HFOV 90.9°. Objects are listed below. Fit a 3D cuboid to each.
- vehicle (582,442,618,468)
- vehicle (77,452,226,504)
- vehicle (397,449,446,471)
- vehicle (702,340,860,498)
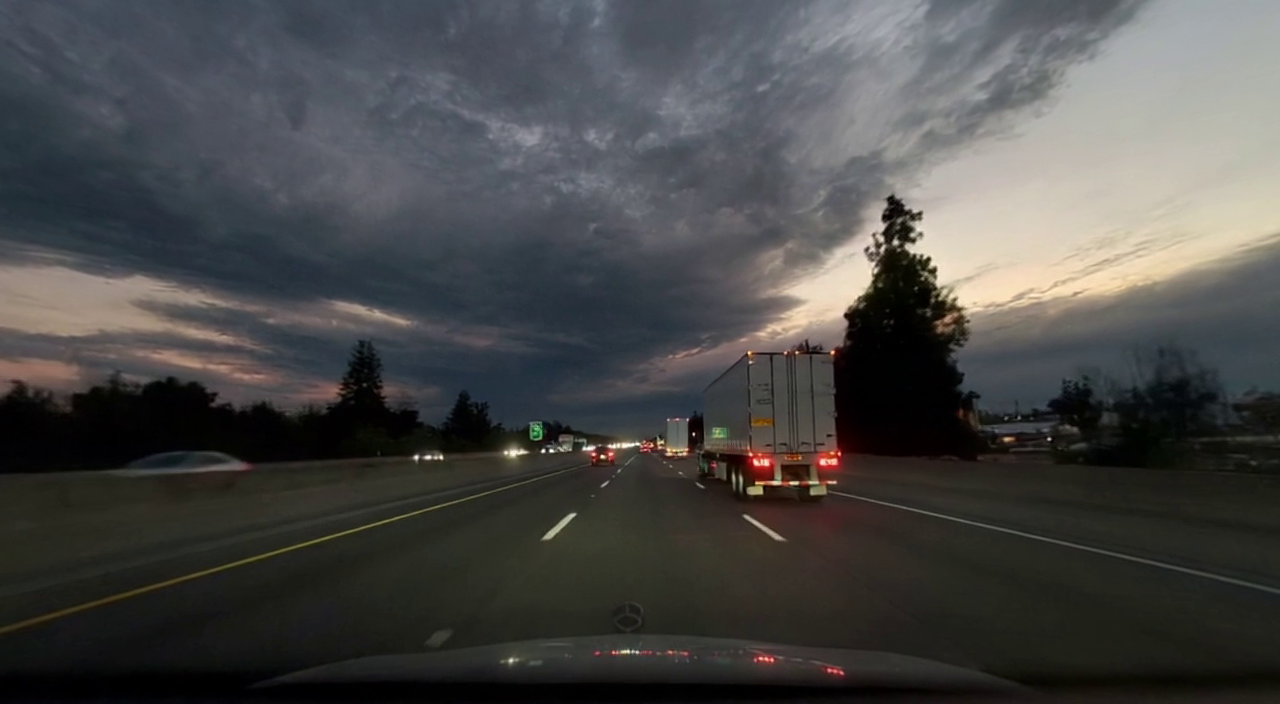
[{"bbox_3d":[-2.887,7.634,46.805,2.291,1.788,4.825,0,-9,1],"label":"vehicle"},{"bbox_3d":[-14.964,3.836,19.589,1.662,1.445,3.601,0,-9,1],"label":"vehicle"},{"bbox_3d":[-15.928,7.869,46.122,2.007,1.478,4.208,0,-9,1],"label":"vehicle"},{"bbox_3d":[4.489,2.865,24.149,2.826,4.269,14.176,0,-9,0],"label":"vehicle"}]
